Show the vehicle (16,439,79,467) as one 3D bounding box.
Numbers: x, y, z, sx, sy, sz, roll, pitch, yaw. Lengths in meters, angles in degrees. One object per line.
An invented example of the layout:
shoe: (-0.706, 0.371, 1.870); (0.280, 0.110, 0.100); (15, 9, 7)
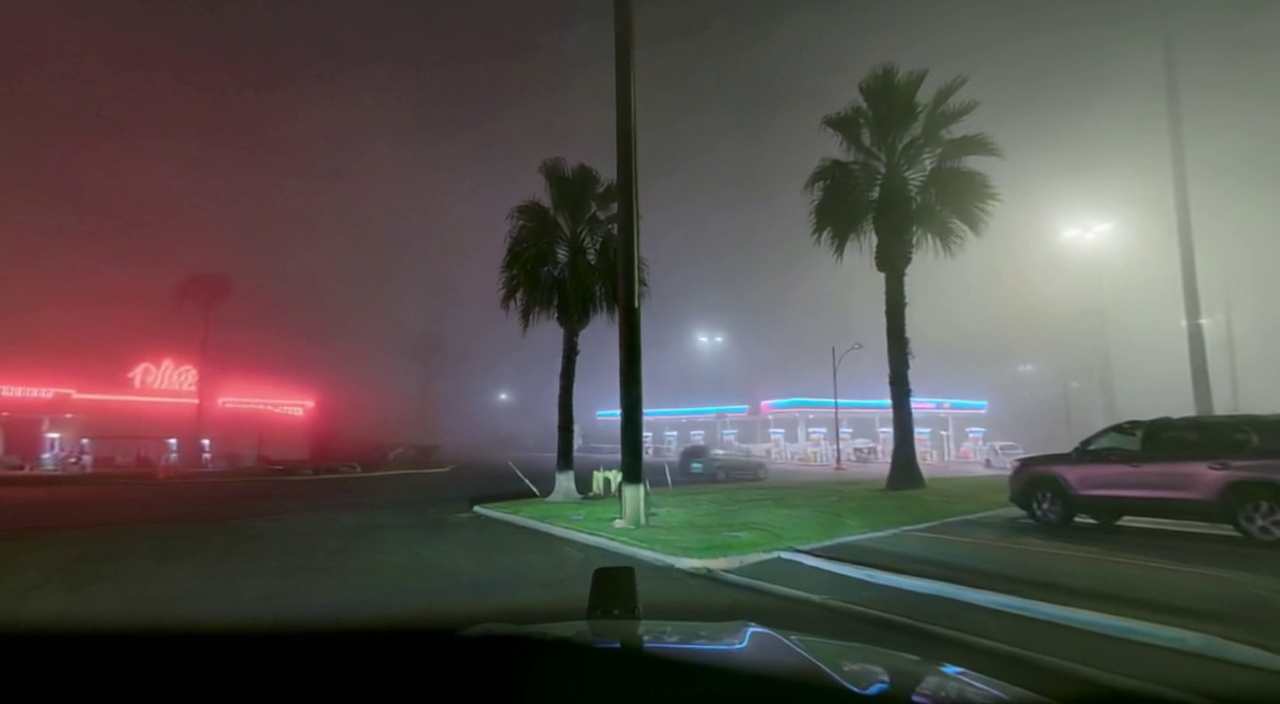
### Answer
vehicle: (-33.610, 5.740, 35.948); (1.901, 1.463, 3.948); (6, -10, -34)

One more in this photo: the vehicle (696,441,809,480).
vehicle: (4.845, 4.561, 26.891); (4.758, 1.497, 1.856); (5, -10, -34)

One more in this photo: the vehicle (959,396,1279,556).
vehicle: (7.541, 1.695, 9.103); (2.028, 1.850, 4.731); (6, -10, -35)

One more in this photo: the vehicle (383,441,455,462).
vehicle: (-16.768, 7.539, 48.060); (4.764, 1.523, 1.849); (6, -10, -34)
